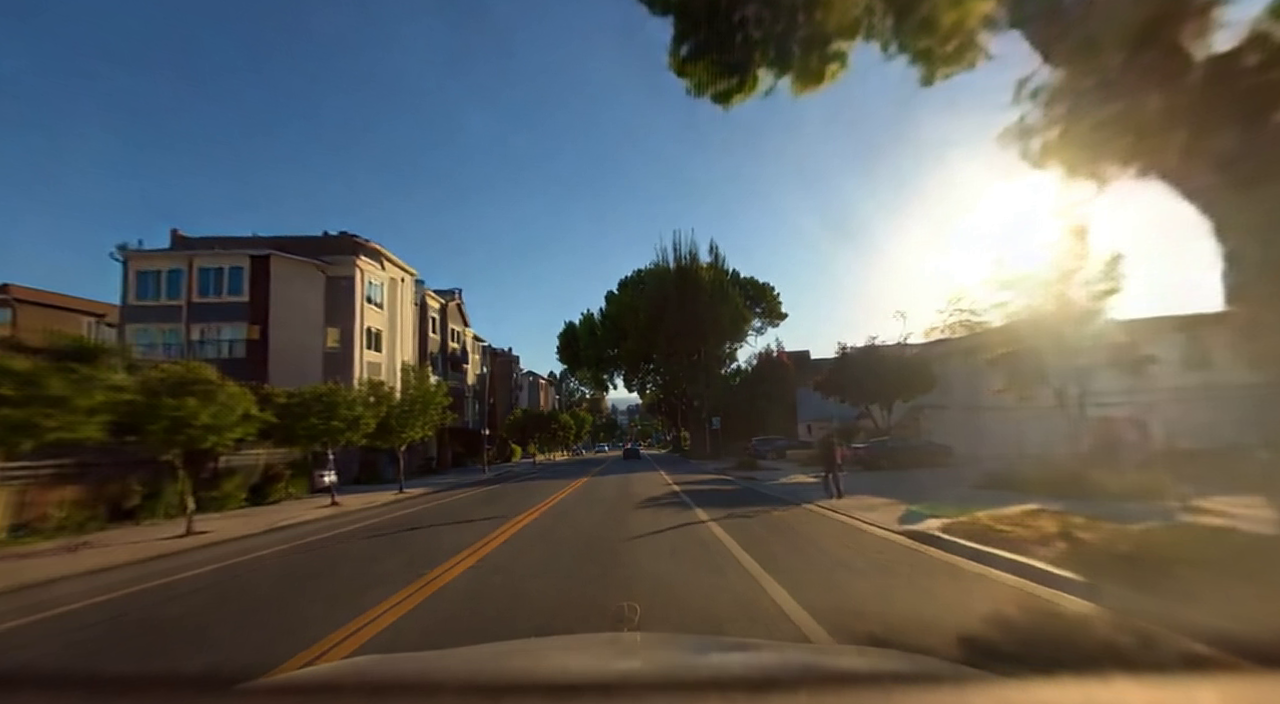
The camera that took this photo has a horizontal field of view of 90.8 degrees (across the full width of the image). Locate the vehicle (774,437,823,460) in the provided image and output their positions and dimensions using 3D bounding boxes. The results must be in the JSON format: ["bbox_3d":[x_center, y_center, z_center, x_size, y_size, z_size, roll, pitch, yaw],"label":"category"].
[{"bbox_3d":[11.806,7.245,47.541,2.181,1.530,4.867,-2,-8,-3],"label":"vehicle"}]

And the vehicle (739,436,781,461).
[{"bbox_3d":[8.978,7.257,47.643,2.121,1.785,4.693,0,-9,-1],"label":"vehicle"}]

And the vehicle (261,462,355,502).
[{"bbox_3d":[-15.446,6.034,29.712,2.124,1.538,4.237,-1,-8,0],"label":"vehicle"}]
